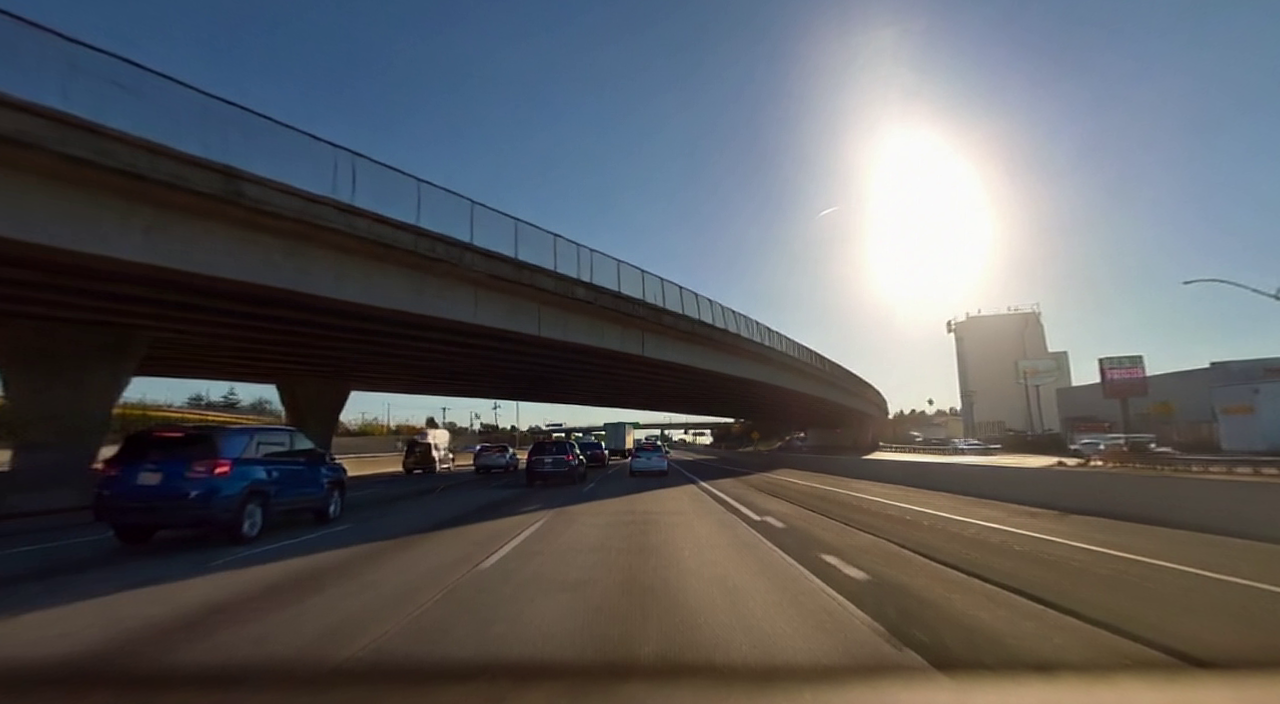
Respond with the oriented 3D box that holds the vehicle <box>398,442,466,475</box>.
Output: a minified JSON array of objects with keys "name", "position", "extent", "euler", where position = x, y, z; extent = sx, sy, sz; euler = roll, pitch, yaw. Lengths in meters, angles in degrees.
[{"name":"vehicle","position":[-10.083,5.158,30.910],"extent":[1.861,1.495,4.007],"euler":[0,-8,1]}]

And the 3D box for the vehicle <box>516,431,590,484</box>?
[{"name":"vehicle","position":[-3.076,3.825,23.191],"extent":[2.007,1.730,4.412],"euler":[0,-8,1]}]

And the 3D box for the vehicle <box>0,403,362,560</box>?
[{"name":"vehicle","position":[-6.499,1.853,9.793],"extent":[2.125,1.804,4.864],"euler":[0,-8,0]}]

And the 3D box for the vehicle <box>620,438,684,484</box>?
[{"name":"vehicle","position":[0.404,3.886,22.738],"extent":[2.090,1.474,3.970],"euler":[0,-8,1]}]

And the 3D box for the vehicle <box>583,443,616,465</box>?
[{"name":"vehicle","position":[-2.934,7.483,46.451],"extent":[2.048,1.497,4.466],"euler":[0,-8,1]}]

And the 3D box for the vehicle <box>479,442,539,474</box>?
[{"name":"vehicle","position":[-6.338,5.171,31.029],"extent":[1.933,1.439,4.441],"euler":[0,-8,1]}]

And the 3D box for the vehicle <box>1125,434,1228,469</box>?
[{"name":"vehicle","position":[30.894,5.708,36.549],"extent":[1.858,1.741,4.683],"euler":[-2,-7,1]}]

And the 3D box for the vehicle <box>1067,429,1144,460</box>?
[{"name":"vehicle","position":[30.899,6.184,41.998],"extent":[1.939,1.888,3.984],"euler":[0,-9,-1]}]
